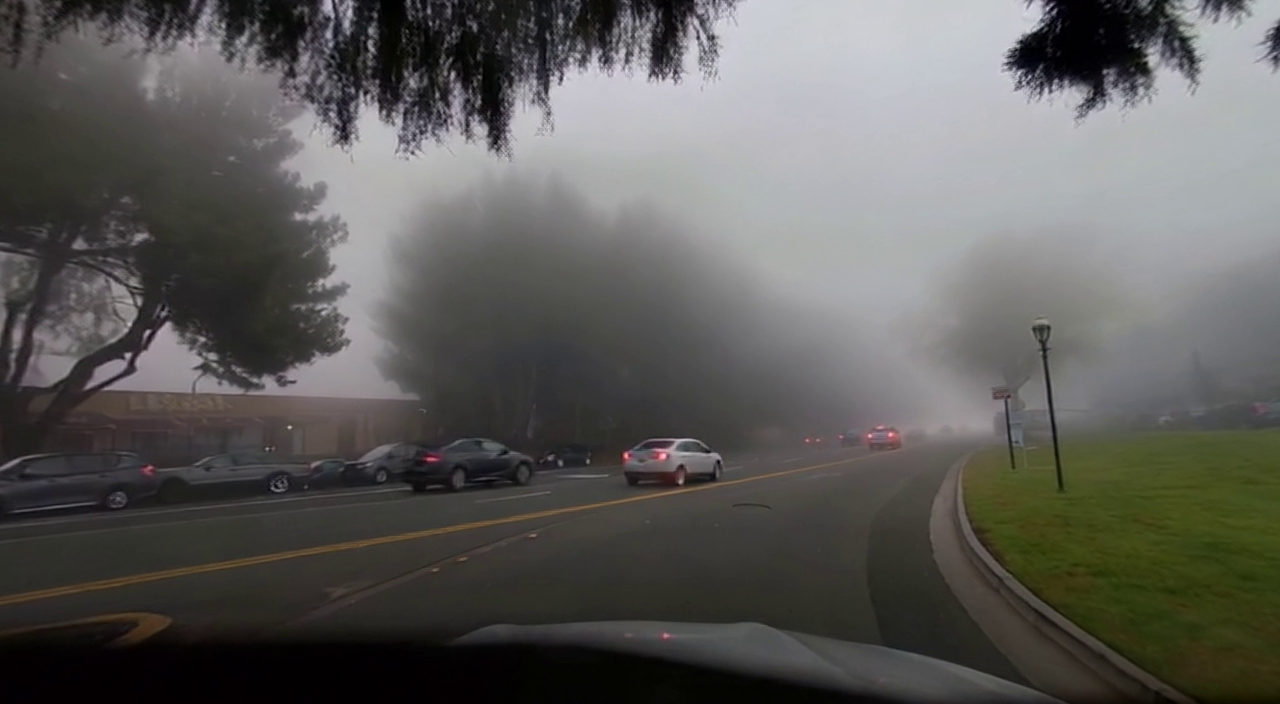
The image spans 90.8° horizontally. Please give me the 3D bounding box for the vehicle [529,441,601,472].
[{"bbox_3d":[-4.517,6.368,38.737,1.926,1.691,4.646,-4,-8,31],"label":"vehicle"}]

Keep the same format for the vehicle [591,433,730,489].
[{"bbox_3d":[0.741,3.288,19.239,1.984,1.482,4.482,-7,-11,37],"label":"vehicle"}]

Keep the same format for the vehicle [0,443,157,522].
[{"bbox_3d":[-17.421,3.720,18.326,2.294,2.000,4.788,-6,-9,29],"label":"vehicle"}]

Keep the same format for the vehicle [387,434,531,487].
[{"bbox_3d":[-6.831,4.152,24.326,2.506,1.718,4.822,-11,-13,34],"label":"vehicle"}]

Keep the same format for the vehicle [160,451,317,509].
[{"bbox_3d":[-14.493,4.568,23.065,1.904,1.719,4.326,-5,-9,33],"label":"vehicle"}]
